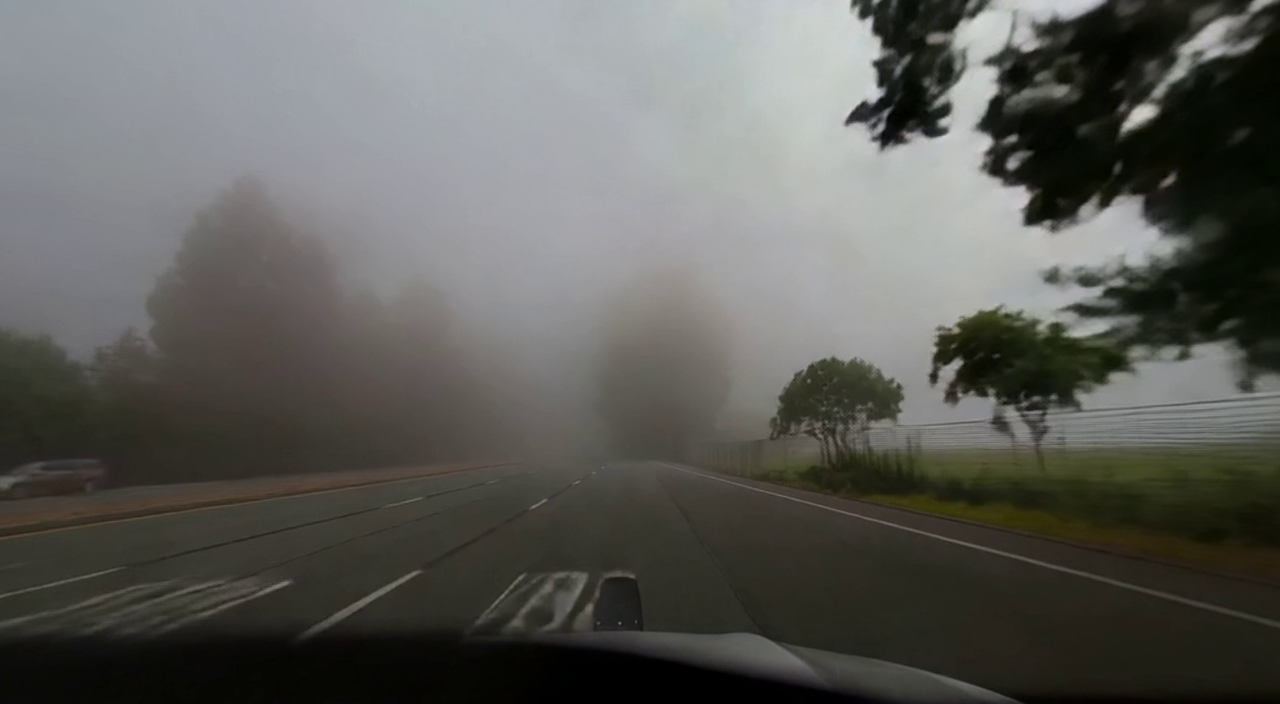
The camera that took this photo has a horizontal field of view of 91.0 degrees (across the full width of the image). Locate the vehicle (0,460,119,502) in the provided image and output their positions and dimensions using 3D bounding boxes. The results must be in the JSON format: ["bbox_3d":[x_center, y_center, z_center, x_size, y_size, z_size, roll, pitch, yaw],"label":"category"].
[{"bbox_3d":[-24.230,5.210,25.797,1.914,1.500,4.462,-1,-9,0],"label":"vehicle"}]
